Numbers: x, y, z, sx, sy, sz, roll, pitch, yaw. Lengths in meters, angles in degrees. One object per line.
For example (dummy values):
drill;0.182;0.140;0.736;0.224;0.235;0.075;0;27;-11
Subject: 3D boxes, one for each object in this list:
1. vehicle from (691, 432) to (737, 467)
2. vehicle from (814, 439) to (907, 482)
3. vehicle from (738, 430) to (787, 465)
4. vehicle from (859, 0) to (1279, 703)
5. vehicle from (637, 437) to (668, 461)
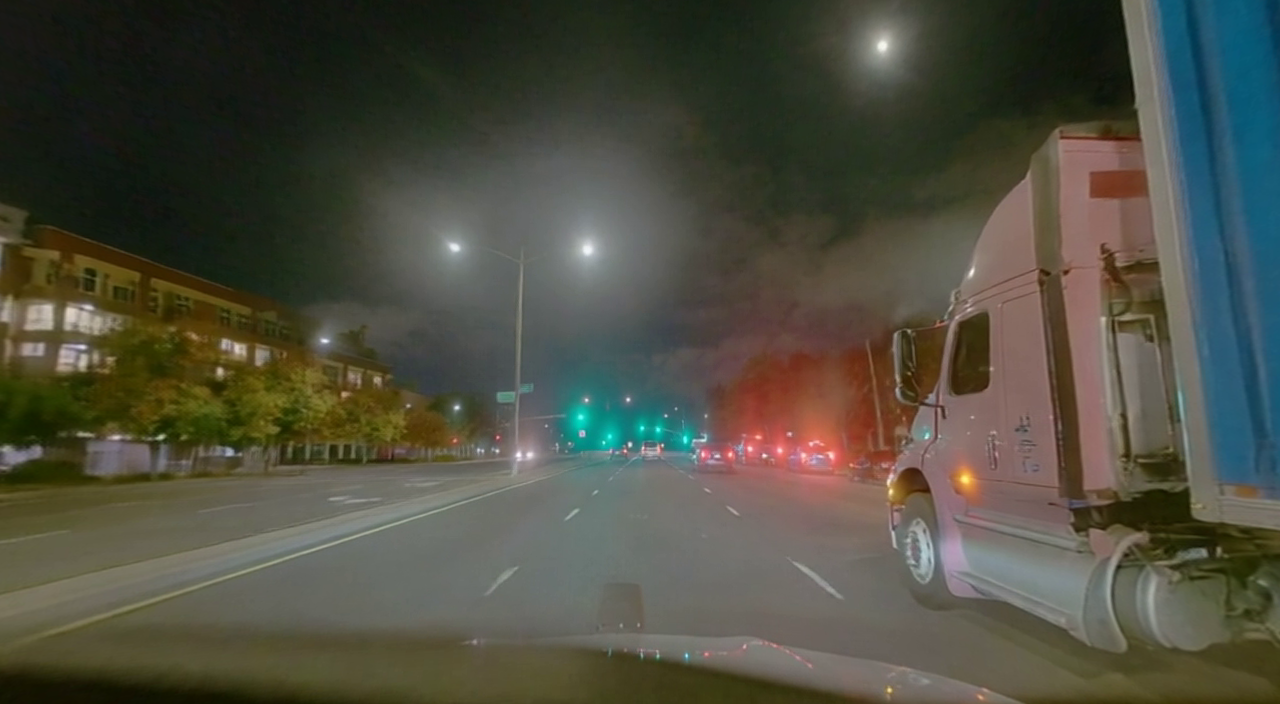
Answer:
vehicle;4.287;5.726;37.245;2.196;1.908;4.412;0;-8;0
vehicle;8.281;4.112;24.154;2.006;1.484;4.289;0;-8;0
vehicle;8.465;6.674;44.138;2.539;2.328;4.769;0;-8;1
vehicle;3.642;-0.268;2.166;3.006;3.679;8.506;-1;-8;3
vehicle;0.969;7.343;47.590;2.276;1.704;3.925;-1;-8;2
